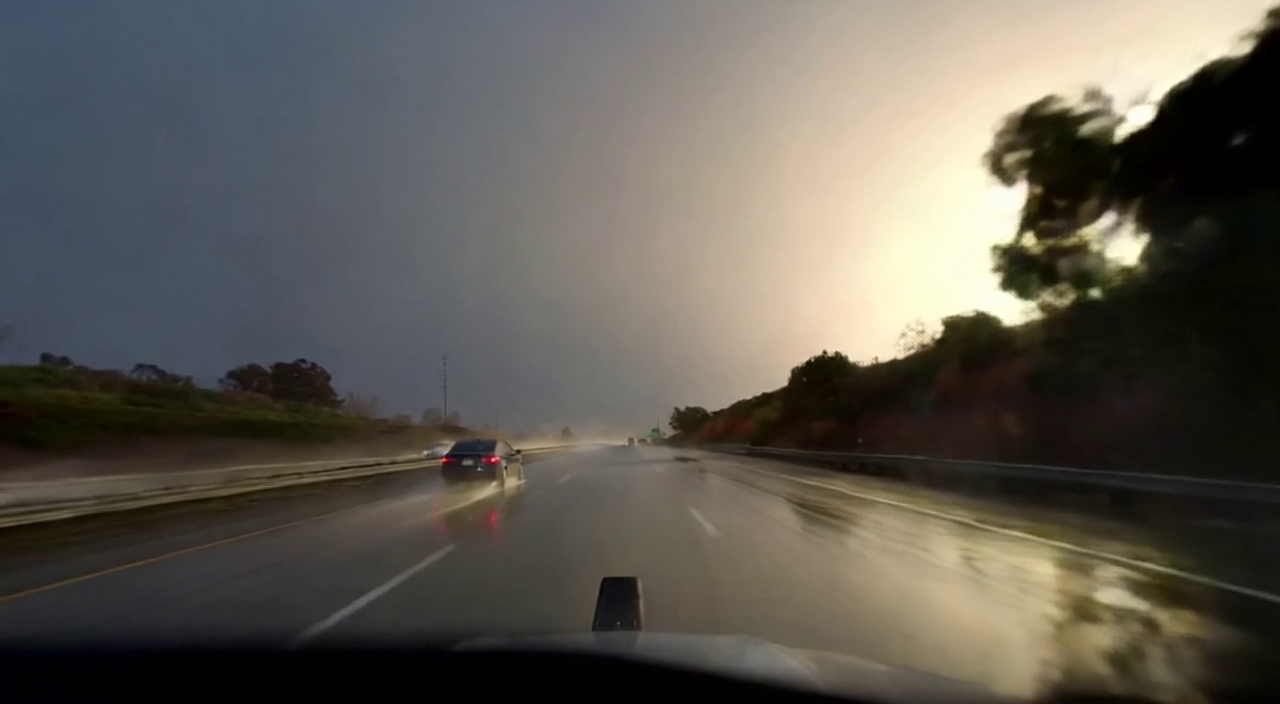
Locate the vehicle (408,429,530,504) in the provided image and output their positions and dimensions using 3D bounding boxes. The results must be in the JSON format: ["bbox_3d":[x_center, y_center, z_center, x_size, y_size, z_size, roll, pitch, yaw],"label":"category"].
[{"bbox_3d":[-4.250,2.916,16.491,2.063,1.661,4.439,1,-8,-2],"label":"vehicle"}]
